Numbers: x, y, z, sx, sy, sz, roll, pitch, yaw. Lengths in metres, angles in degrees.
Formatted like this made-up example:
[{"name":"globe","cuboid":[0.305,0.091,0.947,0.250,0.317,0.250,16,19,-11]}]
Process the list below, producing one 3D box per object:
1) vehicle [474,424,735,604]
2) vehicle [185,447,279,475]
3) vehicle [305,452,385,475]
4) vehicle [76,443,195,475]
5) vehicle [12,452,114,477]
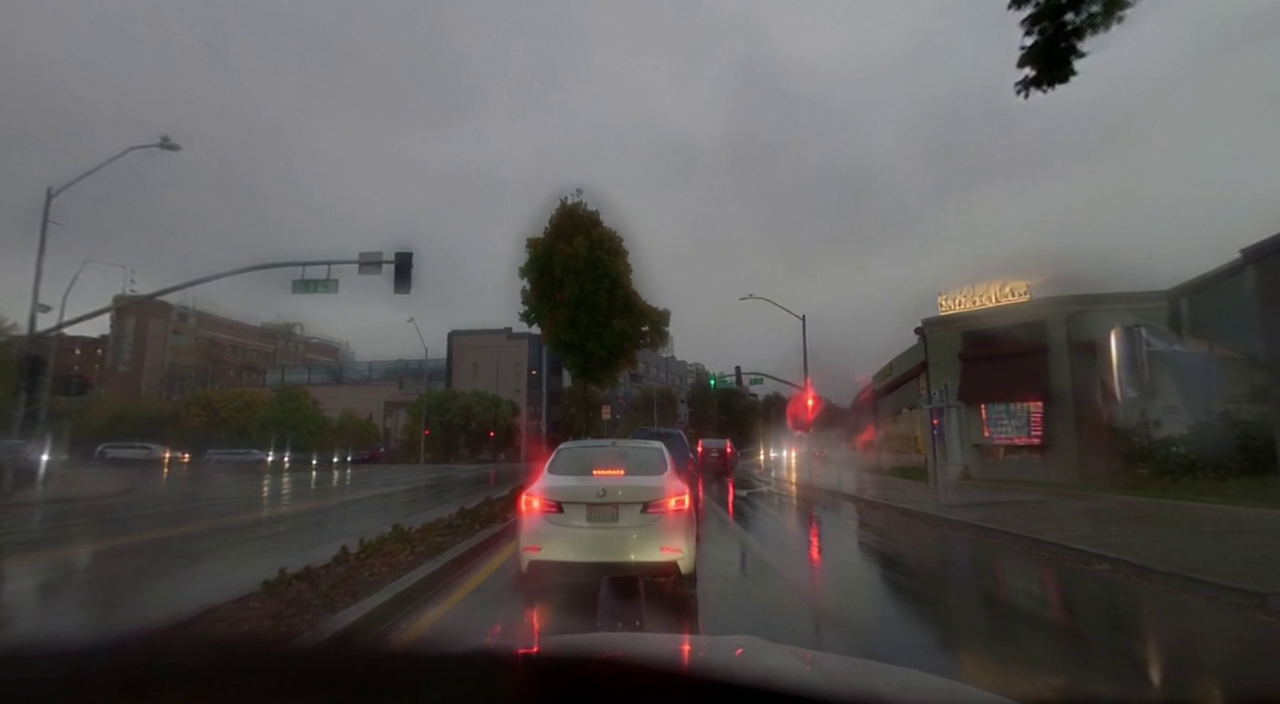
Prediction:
[{"name":"vehicle","cuboid":[-0.303,1.671,7.476,2.173,1.479,4.264,0,-8,0]},{"name":"vehicle","cuboid":[-26.319,7.029,40.906,4.575,1.718,2.008,2,-9,-12]},{"name":"vehicle","cuboid":[-19.747,7.463,42.478,4.548,1.449,1.802,2,-9,-13]},{"name":"vehicle","cuboid":[-29.010,6.163,36.503,4.877,1.754,1.978,2,-9,-12]},{"name":"vehicle","cuboid":[-35.540,6.935,39.007,4.199,1.432,1.727,2,-9,-12]}]
